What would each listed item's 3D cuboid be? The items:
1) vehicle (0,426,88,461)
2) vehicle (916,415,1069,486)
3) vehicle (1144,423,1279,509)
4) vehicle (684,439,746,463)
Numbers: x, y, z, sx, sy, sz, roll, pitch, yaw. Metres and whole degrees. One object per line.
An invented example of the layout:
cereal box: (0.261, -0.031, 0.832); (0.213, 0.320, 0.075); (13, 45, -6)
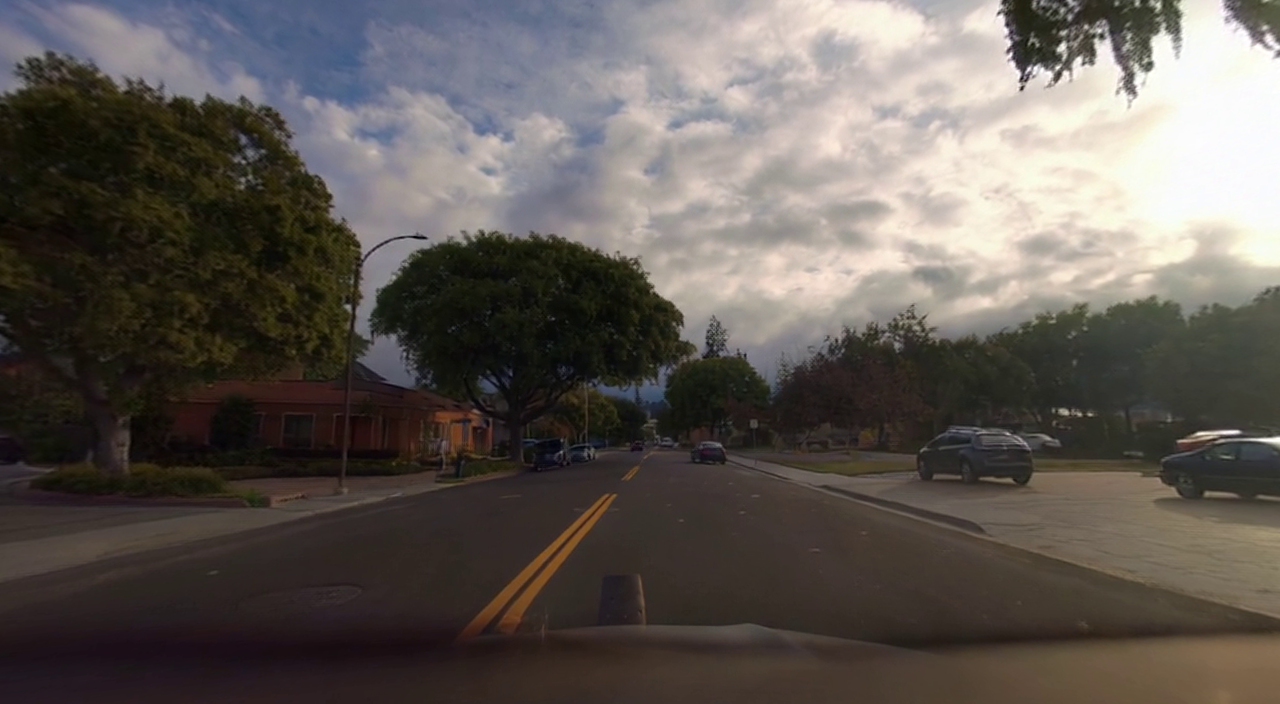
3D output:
vehicle: (-30.099, 4.406, 30.232); (4.814, 1.609, 2.197); (3, -9, -19)
vehicle: (10.289, 2.994, 18.947); (2.018, 1.840, 4.662); (-1, -10, 3)
vehicle: (12.502, 2.168, 12.121); (1.903, 1.528, 4.374); (0, -9, -1)
vehicle: (5.681, 7.574, 48.133); (4.277, 1.740, 2.097); (-8, -11, 41)
